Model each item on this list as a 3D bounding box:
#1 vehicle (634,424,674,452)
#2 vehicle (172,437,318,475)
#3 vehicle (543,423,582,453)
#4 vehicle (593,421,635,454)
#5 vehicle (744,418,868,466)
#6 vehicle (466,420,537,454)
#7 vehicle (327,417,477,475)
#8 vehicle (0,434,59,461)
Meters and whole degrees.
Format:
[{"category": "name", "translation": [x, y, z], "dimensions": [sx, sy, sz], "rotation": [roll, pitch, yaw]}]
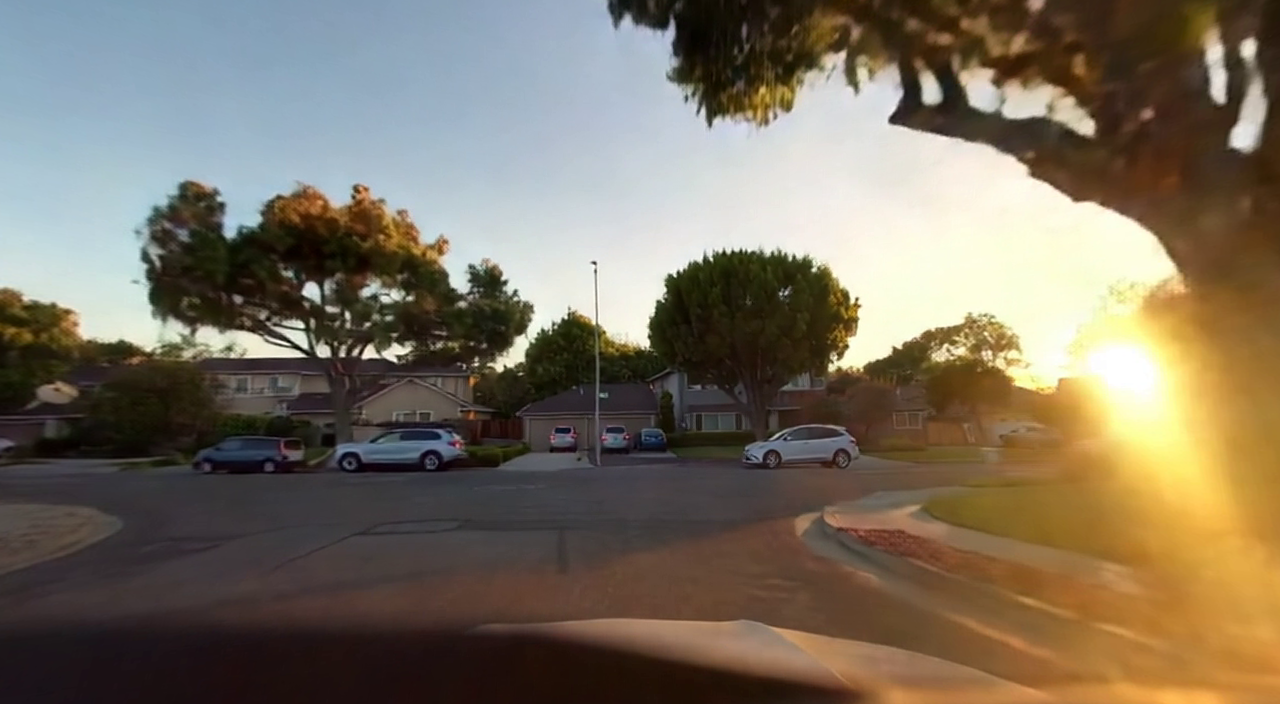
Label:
[{"category": "vehicle", "translation": [0.883, 5.741, 42.034], "dimensions": [2.005, 1.699, 4.234], "rotation": [1, -9, -8]}, {"category": "vehicle", "translation": [-16.002, 4.243, 25.835], "dimensions": [4.650, 1.480, 1.782], "rotation": [1, -9, -6]}, {"category": "vehicle", "translation": [-5.306, 5.811, 42.585], "dimensions": [2.391, 1.894, 5.075], "rotation": [2, -9, -9]}, {"category": "vehicle", "translation": [-1.747, 5.493, 40.575], "dimensions": [2.278, 1.969, 5.533], "rotation": [1, -8, -7]}, {"category": "vehicle", "translation": [7.296, 4.036, 28.189], "dimensions": [4.919, 1.969, 2.104], "rotation": [2, -9, -3]}, {"category": "vehicle", "translation": [-9.027, 5.509, 40.799], "dimensions": [2.307, 2.043, 5.475], "rotation": [7, -11, -36]}, {"category": "vehicle", "translation": [-9.867, 3.924, 26.645], "dimensions": [5.419, 2.292, 2.272], "rotation": [1, -7, -6]}, {"category": "vehicle", "translation": [-37.651, 5.670, 37.602], "dimensions": [1.865, 1.499, 4.619], "rotation": [1, -8, -3]}]
